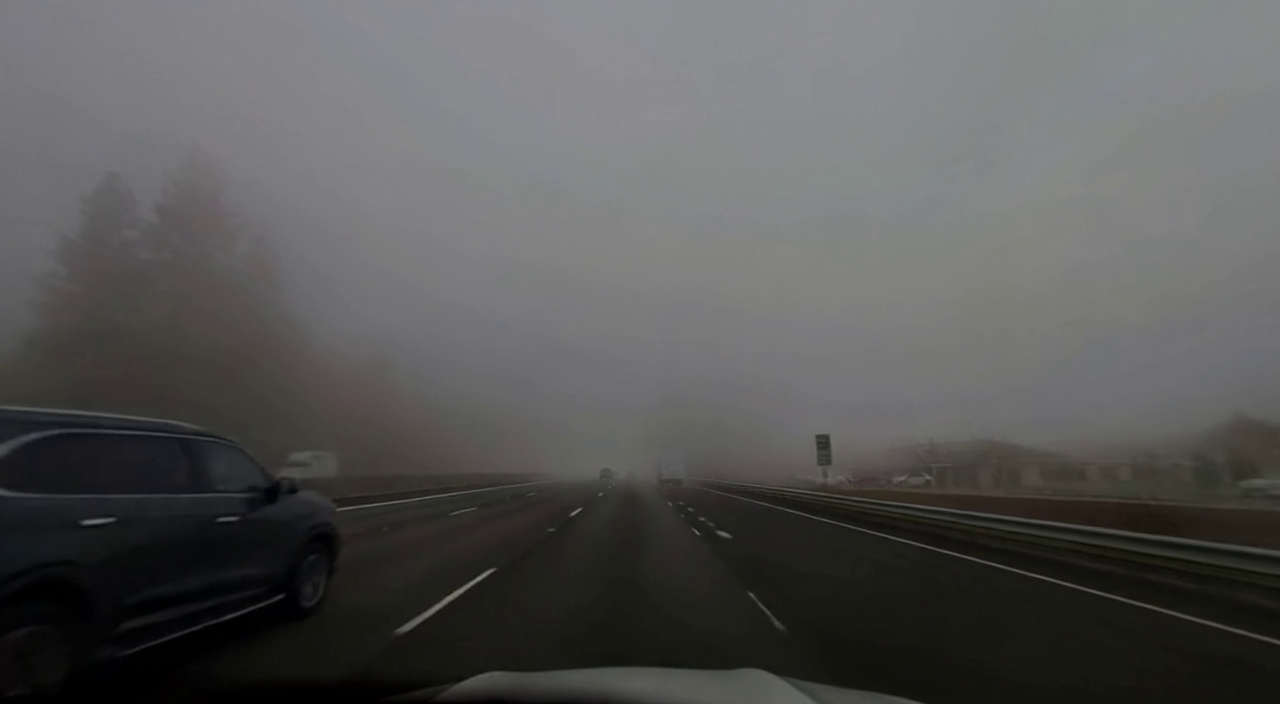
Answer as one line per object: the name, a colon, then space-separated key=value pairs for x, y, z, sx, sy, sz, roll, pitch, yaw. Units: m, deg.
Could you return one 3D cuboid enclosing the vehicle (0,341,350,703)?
vehicle: x=-3.842 y=1.027 z=3.581 sx=2.036 sy=1.835 sz=4.888 roll=1 pitch=-10 yaw=0
